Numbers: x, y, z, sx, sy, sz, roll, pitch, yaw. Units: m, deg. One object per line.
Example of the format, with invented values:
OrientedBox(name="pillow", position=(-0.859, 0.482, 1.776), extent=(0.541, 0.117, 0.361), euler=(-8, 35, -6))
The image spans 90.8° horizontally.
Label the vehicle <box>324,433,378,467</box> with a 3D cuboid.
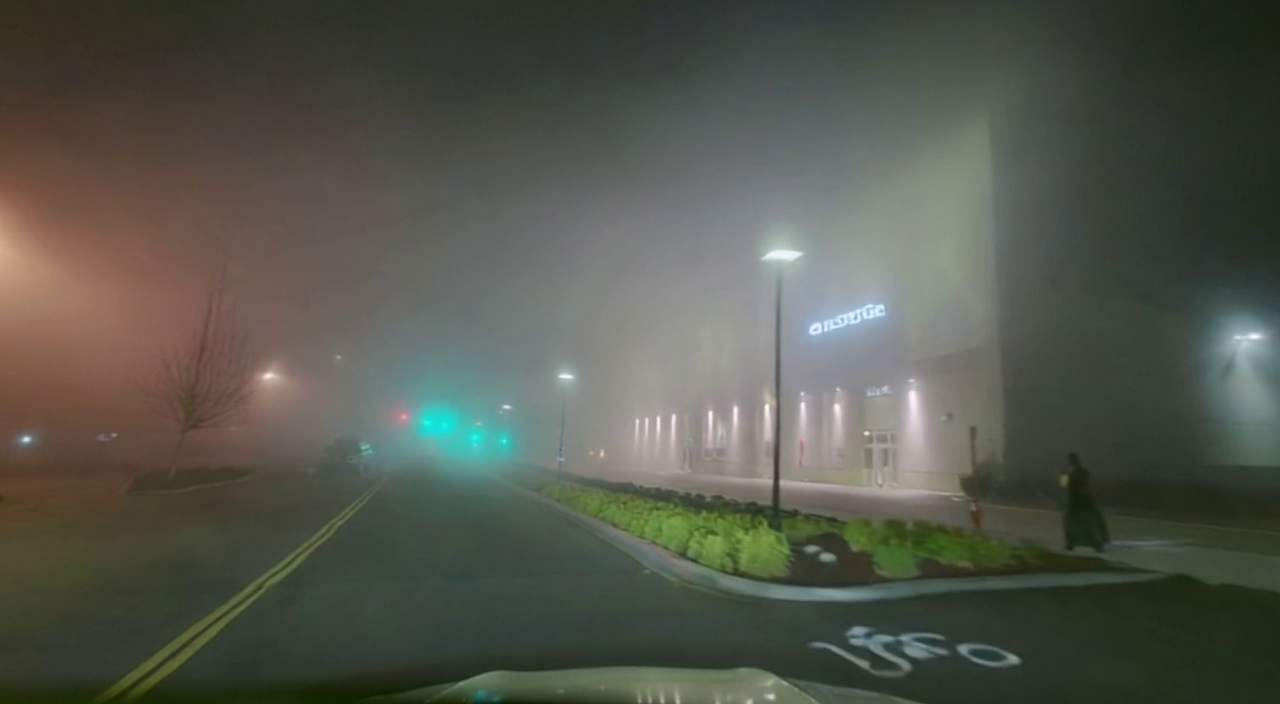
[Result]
OrientedBox(name="vehicle", position=(-16.369, 5.559, 36.010), extent=(2.180, 1.806, 4.541), euler=(3, -8, -18))
